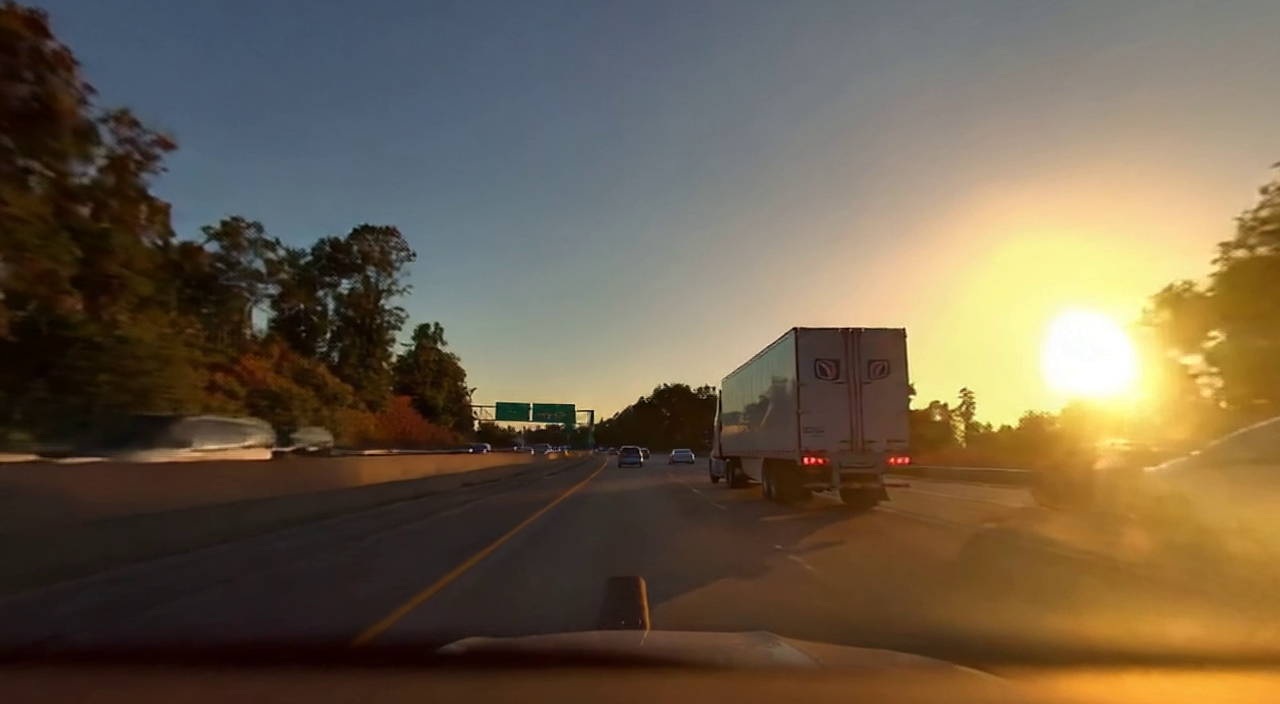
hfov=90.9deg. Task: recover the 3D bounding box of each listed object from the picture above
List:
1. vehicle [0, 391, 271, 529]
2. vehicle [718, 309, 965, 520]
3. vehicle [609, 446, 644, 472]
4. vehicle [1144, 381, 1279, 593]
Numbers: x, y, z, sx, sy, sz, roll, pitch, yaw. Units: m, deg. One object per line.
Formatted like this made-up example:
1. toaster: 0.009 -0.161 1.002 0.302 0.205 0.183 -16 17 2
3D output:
1. vehicle: -7.873 1.560 9.369 1.839 1.512 4.771 0 -9 1
2. vehicle: 4.672 2.227 19.025 2.890 4.006 14.039 0 -9 0
3. vehicle: -0.831 6.799 40.197 2.111 1.599 3.859 0 -9 -1
4. vehicle: 6.764 1.024 4.498 2.128 1.872 5.043 0 -9 0
